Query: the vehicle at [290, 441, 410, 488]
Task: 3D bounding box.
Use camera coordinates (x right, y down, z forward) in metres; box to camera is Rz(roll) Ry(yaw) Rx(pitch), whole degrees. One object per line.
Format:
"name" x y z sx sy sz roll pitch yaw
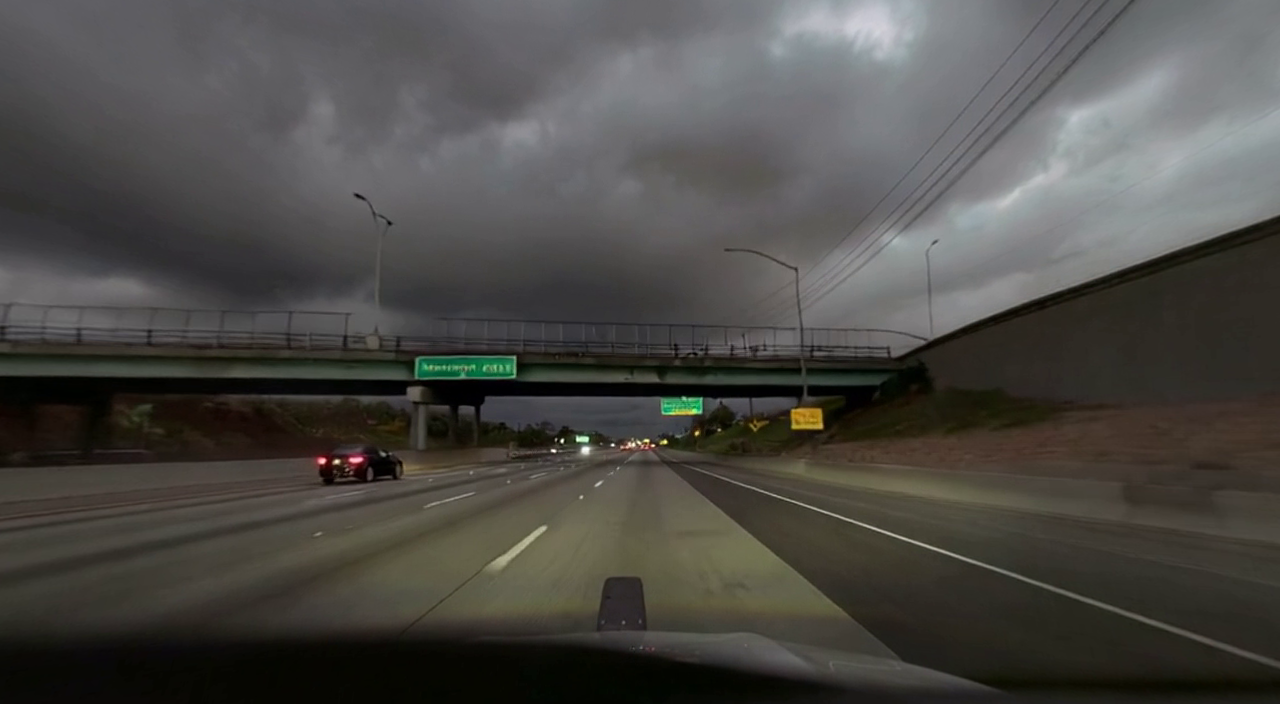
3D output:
"vehicle" -10.188 3.964 22.607 2.056 1.476 4.562 0 -8 1
